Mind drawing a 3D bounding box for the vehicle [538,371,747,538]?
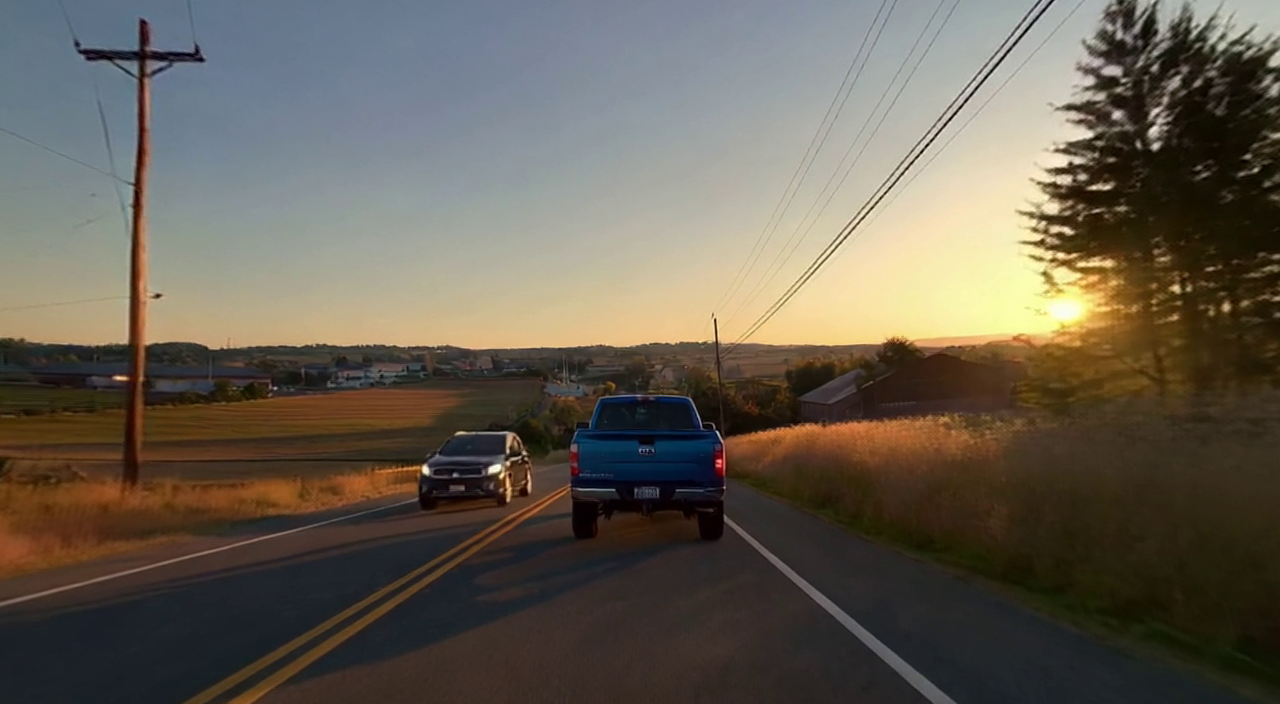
[{"bbox_3d":[-0.049,1.966,12.547,2.912,2.320,7.292,0,-8,-1],"label":"vehicle"}]

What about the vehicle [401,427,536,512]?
[{"bbox_3d":[-3.910,2.765,15.291,2.051,1.735,4.259,0,-8,0],"label":"vehicle"}]
